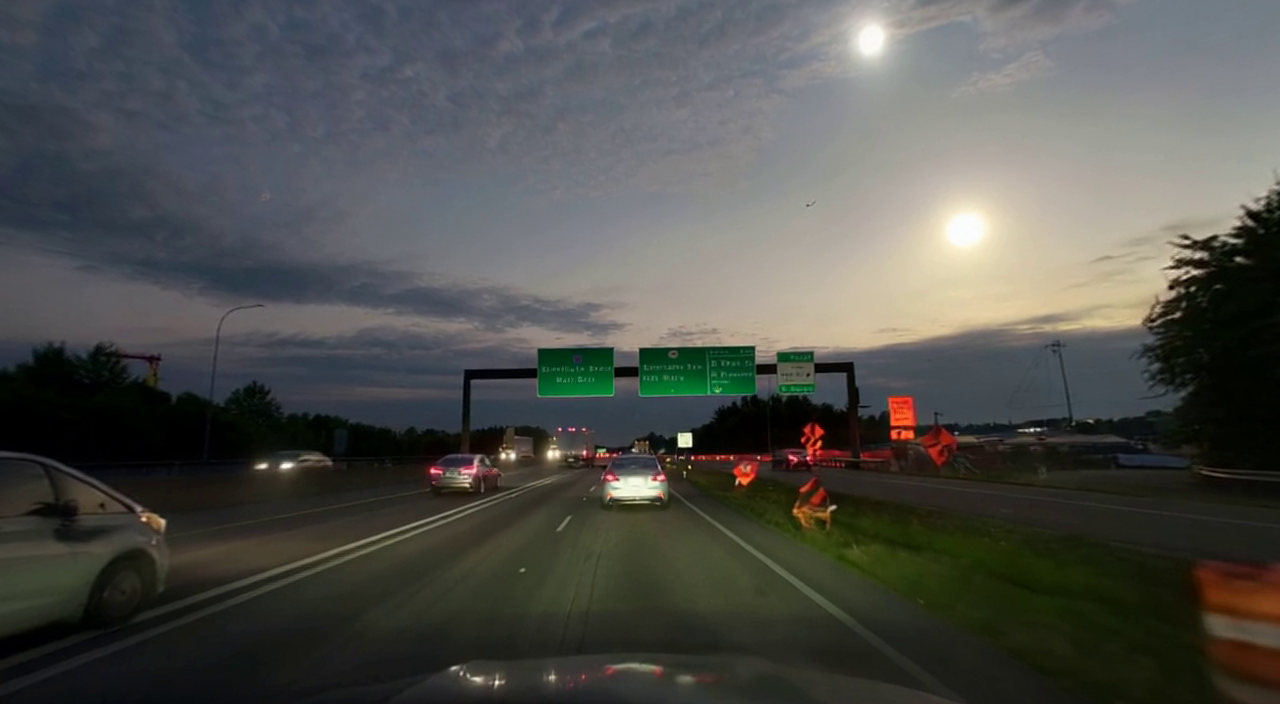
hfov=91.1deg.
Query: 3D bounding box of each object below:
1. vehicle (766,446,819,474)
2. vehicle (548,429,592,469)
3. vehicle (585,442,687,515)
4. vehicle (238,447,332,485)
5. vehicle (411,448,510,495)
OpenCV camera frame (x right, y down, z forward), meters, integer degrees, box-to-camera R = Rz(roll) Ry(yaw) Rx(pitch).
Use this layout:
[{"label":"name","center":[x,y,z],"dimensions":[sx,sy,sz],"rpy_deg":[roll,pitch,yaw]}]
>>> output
[{"label":"vehicle","center":[8.373,5.944,34.798],"dimensions":[1.871,1.460,3.754],"rpy_deg":[0,-9,-2]},{"label":"vehicle","center":[-4.902,6.985,45.290],"dimensions":[2.326,2.645,6.249],"rpy_deg":[0,-9,1]},{"label":"vehicle","center":[-0.128,2.849,14.591],"dimensions":[2.080,1.451,3.512],"rpy_deg":[0,-9,-1]},{"label":"vehicle","center":[-19.198,6.162,34.332],"dimensions":[2.107,1.844,5.102],"rpy_deg":[0,-9,1]},{"label":"vehicle","center":[-5.940,3.987,21.372],"dimensions":[2.063,1.417,4.000],"rpy_deg":[-1,-9,2]}]
